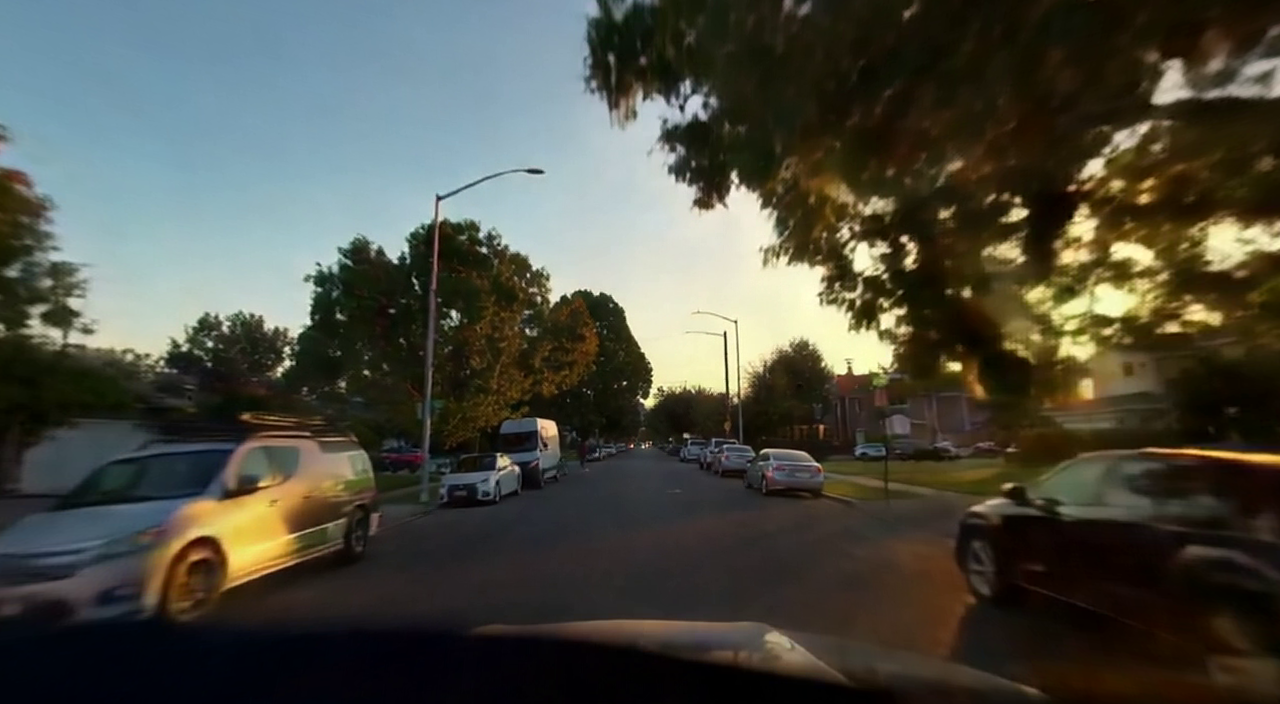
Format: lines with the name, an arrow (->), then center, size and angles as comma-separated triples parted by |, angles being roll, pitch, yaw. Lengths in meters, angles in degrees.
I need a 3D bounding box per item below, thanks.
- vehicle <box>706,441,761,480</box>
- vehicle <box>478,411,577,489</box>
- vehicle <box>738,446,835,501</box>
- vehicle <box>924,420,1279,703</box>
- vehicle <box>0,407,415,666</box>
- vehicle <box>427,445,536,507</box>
vehicle -> 4.177, 4.868, 28.587 | 1.839, 1.520, 4.498 | 3, -8, 1
vehicle -> -4.355, 3.954, 25.480 | 2.470, 2.613, 5.989 | -4, -9, 4
vehicle -> 4.229, 3.544, 18.830 | 1.846, 1.351, 4.272 | 2, -8, -1
vehicle -> 4.087, 1.377, 4.324 | 2.068, 1.532, 4.663 | 5, -8, 0
vehicle -> -4.634, 1.719, 7.186 | 2.154, 1.796, 5.294 | -2, -8, 0
vehicle -> -4.713, 3.726, 19.470 | 2.023, 1.568, 4.942 | -3, -9, 1
